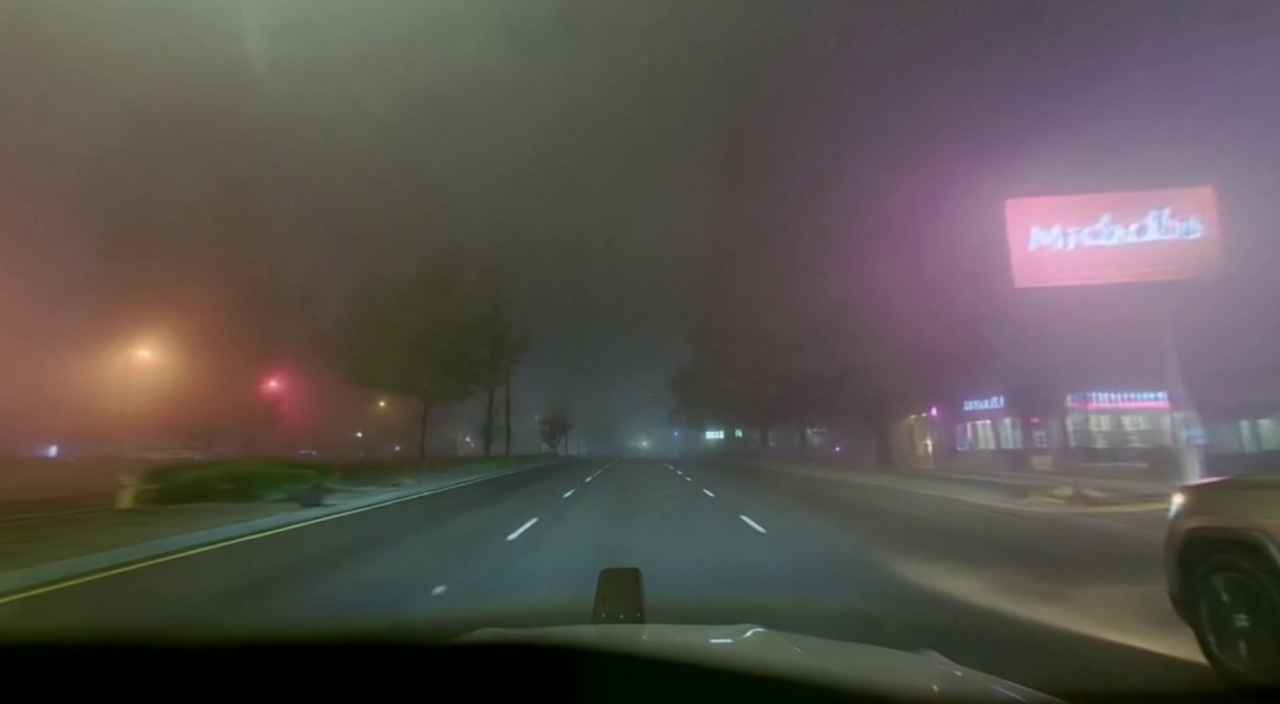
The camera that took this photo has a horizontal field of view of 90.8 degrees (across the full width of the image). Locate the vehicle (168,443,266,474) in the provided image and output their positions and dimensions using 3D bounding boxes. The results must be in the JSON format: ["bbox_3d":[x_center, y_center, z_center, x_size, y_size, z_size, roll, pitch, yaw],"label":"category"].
[{"bbox_3d":[-22.569,5.669,33.971,1.864,1.510,4.664,0,-8,2],"label":"vehicle"}]

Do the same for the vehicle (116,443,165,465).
[{"bbox_3d":[-35.171,7.157,44.543,1.829,1.448,4.124,4,-9,-27],"label":"vehicle"}]

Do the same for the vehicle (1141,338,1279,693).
[{"bbox_3d":[4.655,0.684,1.819,2.185,1.956,5.128,0,-8,0],"label":"vehicle"}]

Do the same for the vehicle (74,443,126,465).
[{"bbox_3d":[-37.955,7.146,44.493,1.929,1.428,3.799,4,-9,-28],"label":"vehicle"}]
